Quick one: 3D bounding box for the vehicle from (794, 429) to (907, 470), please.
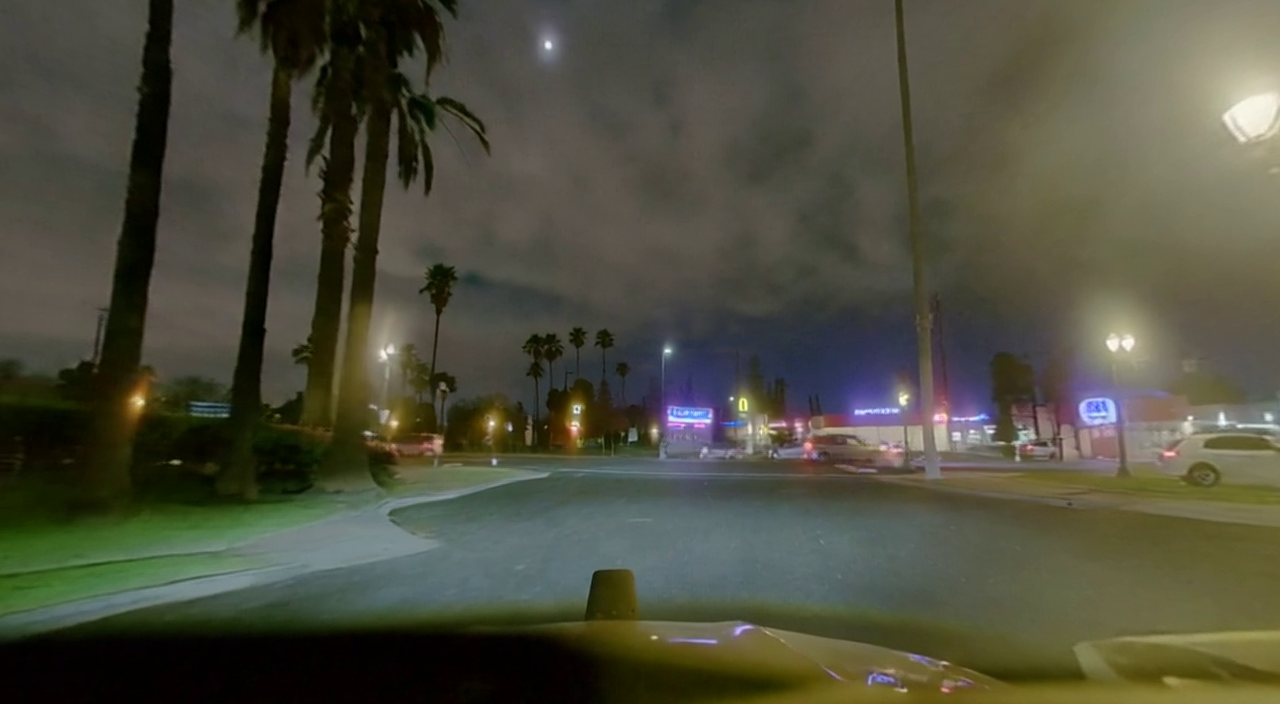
[{"bbox_3d":[9.335,4.362,28.291,4.211,1.756,2.158,1,-9,-4],"label":"vehicle"}]

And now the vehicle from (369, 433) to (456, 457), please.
[{"bbox_3d":[-14.289,5.869,39.869,4.850,1.472,1.777,1,-9,-4],"label":"vehicle"}]

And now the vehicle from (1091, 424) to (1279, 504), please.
[{"bbox_3d":[13.195,2.592,14.986,1.870,1.611,3.978,1,-9,-3],"label":"vehicle"}]
